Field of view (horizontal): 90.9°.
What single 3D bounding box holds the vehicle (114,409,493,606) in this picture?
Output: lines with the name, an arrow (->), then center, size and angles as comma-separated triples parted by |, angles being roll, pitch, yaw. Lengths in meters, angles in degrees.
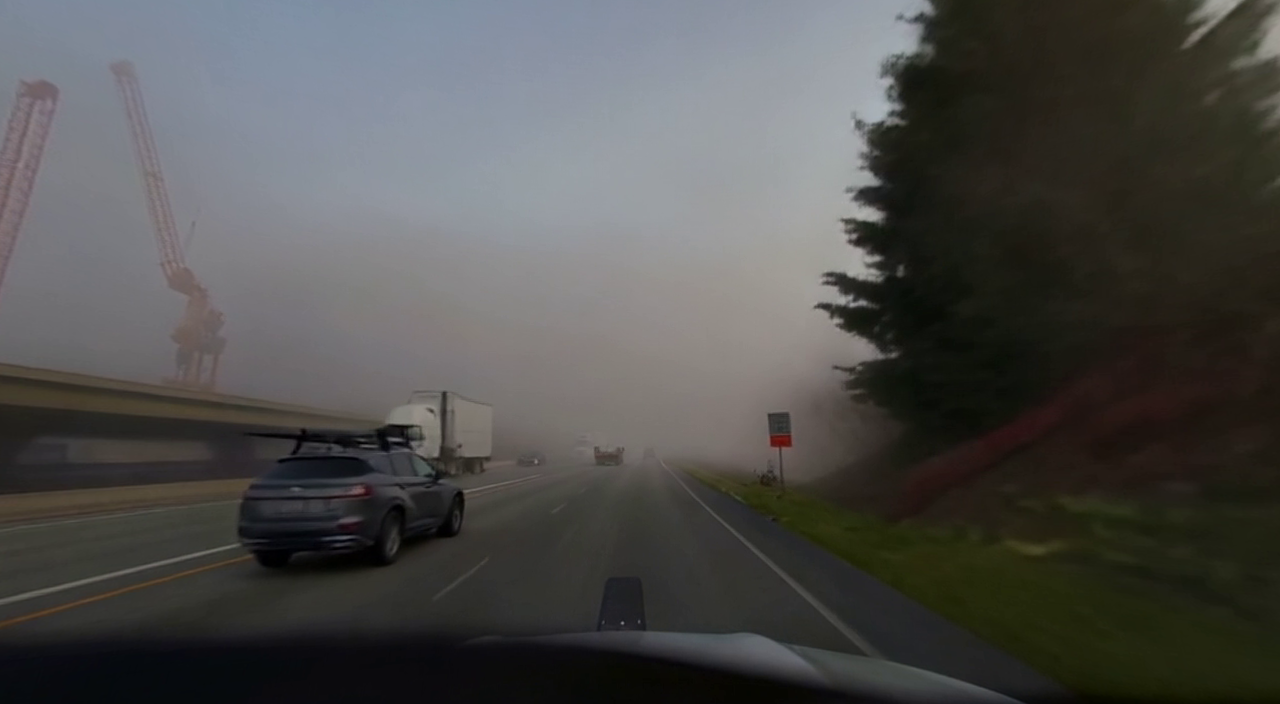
vehicle -> -3.332, 1.629, 7.405 | 2.194, 1.648, 3.984 | 0, -9, 0
